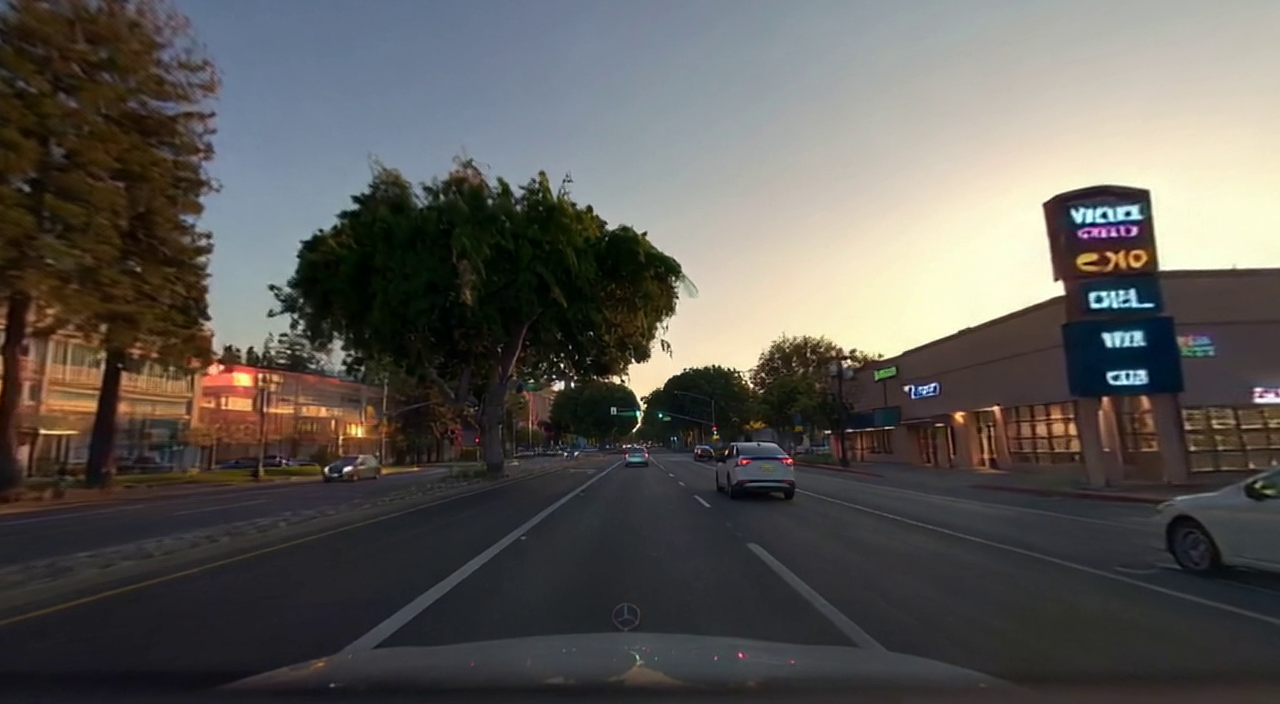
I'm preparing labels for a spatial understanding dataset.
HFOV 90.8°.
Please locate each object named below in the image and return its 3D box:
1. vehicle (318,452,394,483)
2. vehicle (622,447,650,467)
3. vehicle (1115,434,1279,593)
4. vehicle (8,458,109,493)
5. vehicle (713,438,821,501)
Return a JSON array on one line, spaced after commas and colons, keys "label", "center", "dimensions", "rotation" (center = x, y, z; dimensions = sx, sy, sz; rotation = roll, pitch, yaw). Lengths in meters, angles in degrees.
[{"label": "vehicle", "center": [-15.303, 6.225, 34.309], "dimensions": [1.908, 1.486, 4.629], "rotation": [0, -8, 1]}, {"label": "vehicle", "center": [-0.283, 8.059, 48.815], "dimensions": [2.052, 1.461, 4.324], "rotation": [0, -8, 0]}, {"label": "vehicle", "center": [6.900, 1.439, 5.487], "dimensions": [1.952, 1.449, 4.544], "rotation": [0, -8, -1]}, {"label": "vehicle", "center": [-33.034, 6.973, 36.130], "dimensions": [1.856, 1.675, 5.356], "rotation": [2, -9, -15]}, {"label": "vehicle", "center": [3.486, 3.308, 18.289], "dimensions": [2.072, 1.545, 4.578], "rotation": [0, -8, -1]}]
